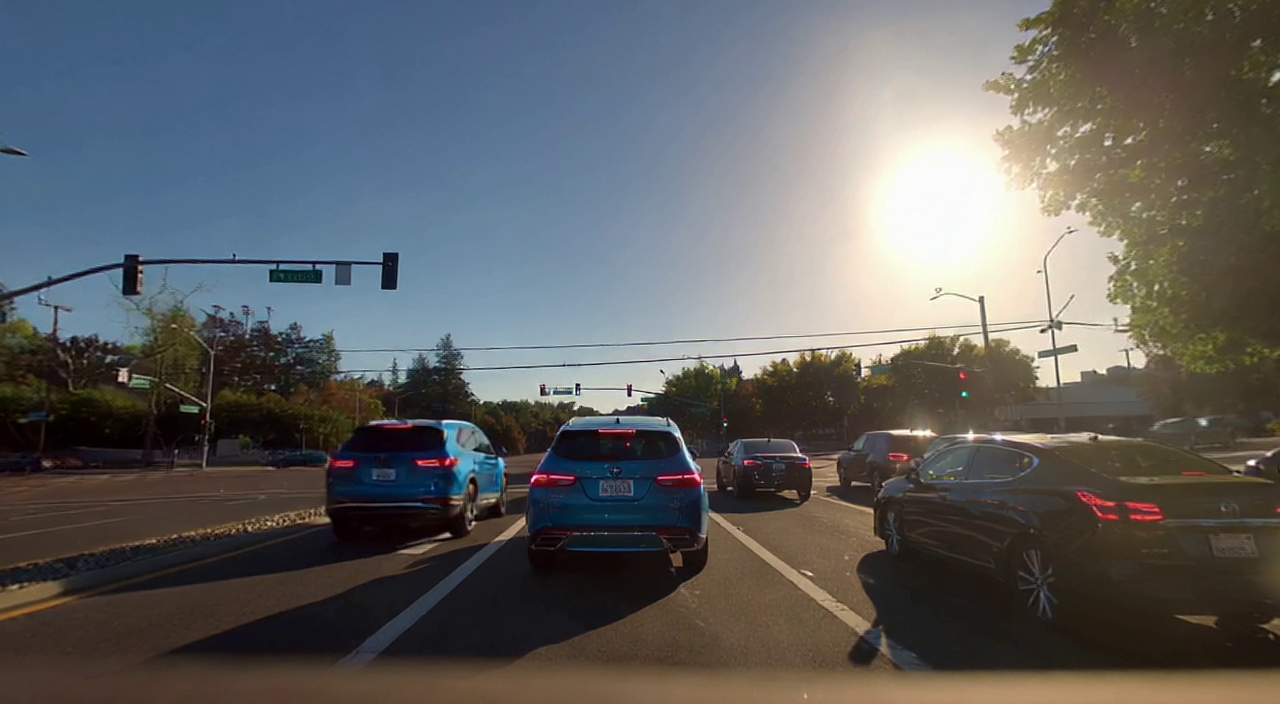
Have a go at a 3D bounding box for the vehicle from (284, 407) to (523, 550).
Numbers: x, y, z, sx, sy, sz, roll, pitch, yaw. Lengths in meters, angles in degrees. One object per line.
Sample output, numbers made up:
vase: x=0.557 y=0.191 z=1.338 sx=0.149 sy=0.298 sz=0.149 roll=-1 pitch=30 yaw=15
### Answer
vehicle: x=-3.475 y=1.979 z=10.611 sx=2.186 sy=1.794 sz=4.972 roll=0 pitch=-8 yaw=-1

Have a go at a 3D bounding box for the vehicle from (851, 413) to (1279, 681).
vehicle: x=3.628 y=1.397 z=5.701 sx=1.861 sy=1.478 sz=4.185 roll=0 pitch=-8 yaw=-2

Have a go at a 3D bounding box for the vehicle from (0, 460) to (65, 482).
vehicle: x=-42.231 y=8.055 z=42.855 sx=4.468 sy=1.430 sz=1.770 roll=1 pitch=-8 yaw=-5

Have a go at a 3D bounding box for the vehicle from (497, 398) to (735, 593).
vehicle: x=-0.268 y=1.554 z=7.626 sx=2.101 sy=1.707 sz=3.904 roll=0 pitch=-8 yaw=-2

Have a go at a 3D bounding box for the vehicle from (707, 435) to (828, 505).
vehicle: x=2.986 y=2.858 z=15.776 sx=1.950 sy=1.506 sz=4.086 roll=0 pitch=-8 yaw=-3
